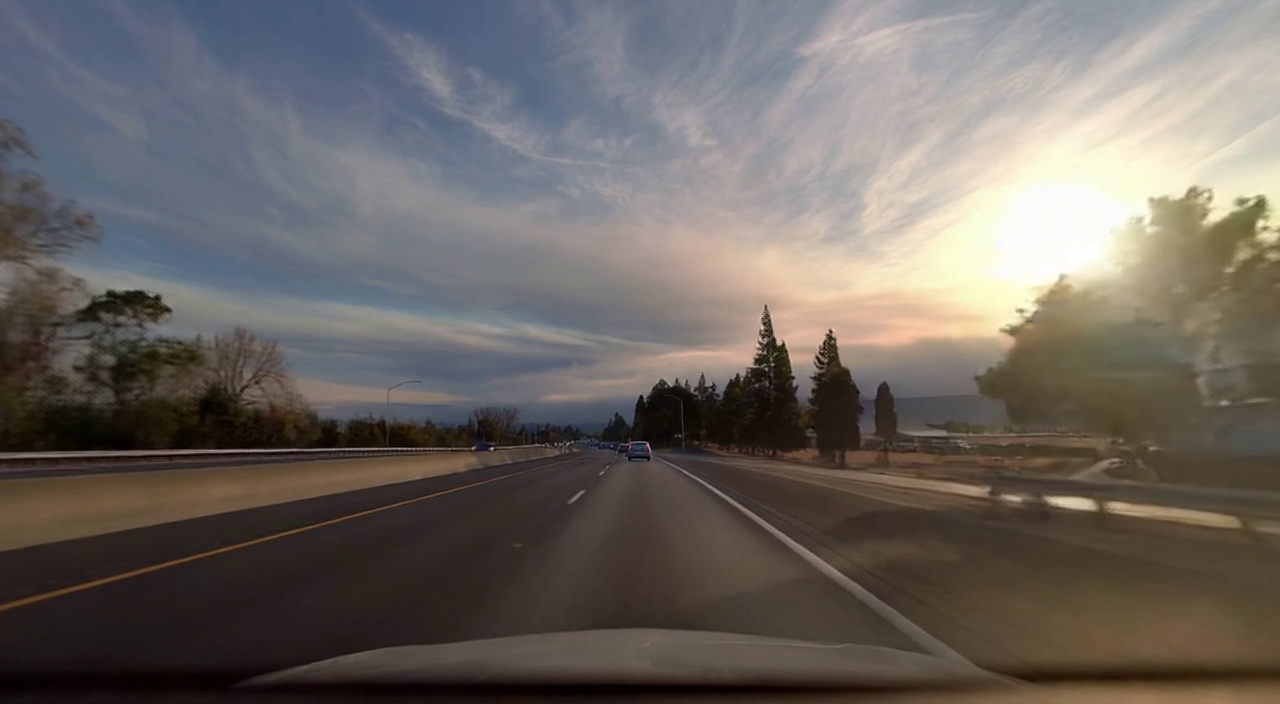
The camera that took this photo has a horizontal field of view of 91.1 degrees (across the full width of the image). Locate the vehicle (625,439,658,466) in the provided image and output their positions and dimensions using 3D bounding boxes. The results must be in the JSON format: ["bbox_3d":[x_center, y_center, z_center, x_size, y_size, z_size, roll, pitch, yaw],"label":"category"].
[{"bbox_3d":[0.043,6.513,40.758,2.029,1.666,4.064,0,-8,-2],"label":"vehicle"}]
